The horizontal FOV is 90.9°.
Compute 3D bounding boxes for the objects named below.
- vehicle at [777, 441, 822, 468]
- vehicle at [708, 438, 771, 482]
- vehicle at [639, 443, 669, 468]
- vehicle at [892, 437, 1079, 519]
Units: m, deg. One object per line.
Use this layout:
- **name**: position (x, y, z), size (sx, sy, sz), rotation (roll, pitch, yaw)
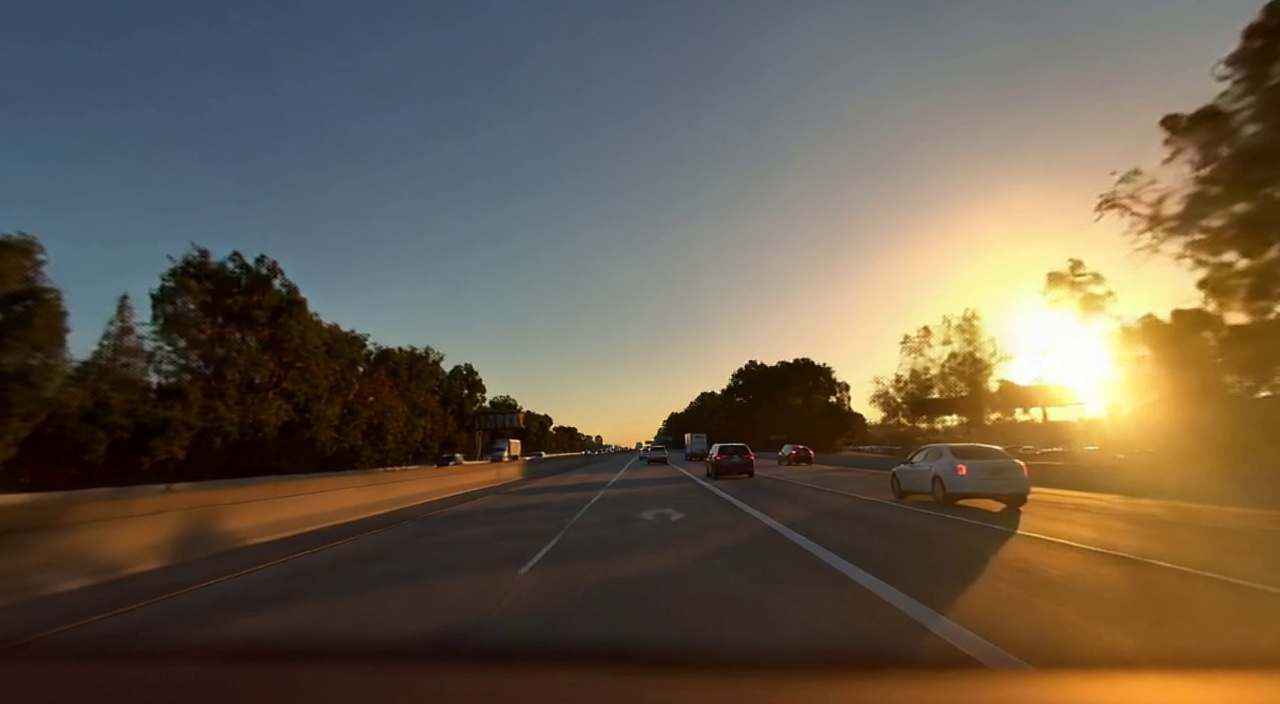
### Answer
- **vehicle**: position (11.510, 7.418, 45.768), size (2.028, 1.801, 4.503), rotation (0, -8, -1)
- **vehicle**: position (4.546, 4.985, 29.542), size (2.075, 1.845, 4.667), rotation (0, -8, -1)
- **vehicle**: position (1.012, 7.817, 47.872), size (2.145, 1.832, 4.004), rotation (0, -8, 0)
- **vehicle**: position (7.582, 2.761, 14.437), size (1.807, 1.558, 4.352), rotation (0, -8, 0)
